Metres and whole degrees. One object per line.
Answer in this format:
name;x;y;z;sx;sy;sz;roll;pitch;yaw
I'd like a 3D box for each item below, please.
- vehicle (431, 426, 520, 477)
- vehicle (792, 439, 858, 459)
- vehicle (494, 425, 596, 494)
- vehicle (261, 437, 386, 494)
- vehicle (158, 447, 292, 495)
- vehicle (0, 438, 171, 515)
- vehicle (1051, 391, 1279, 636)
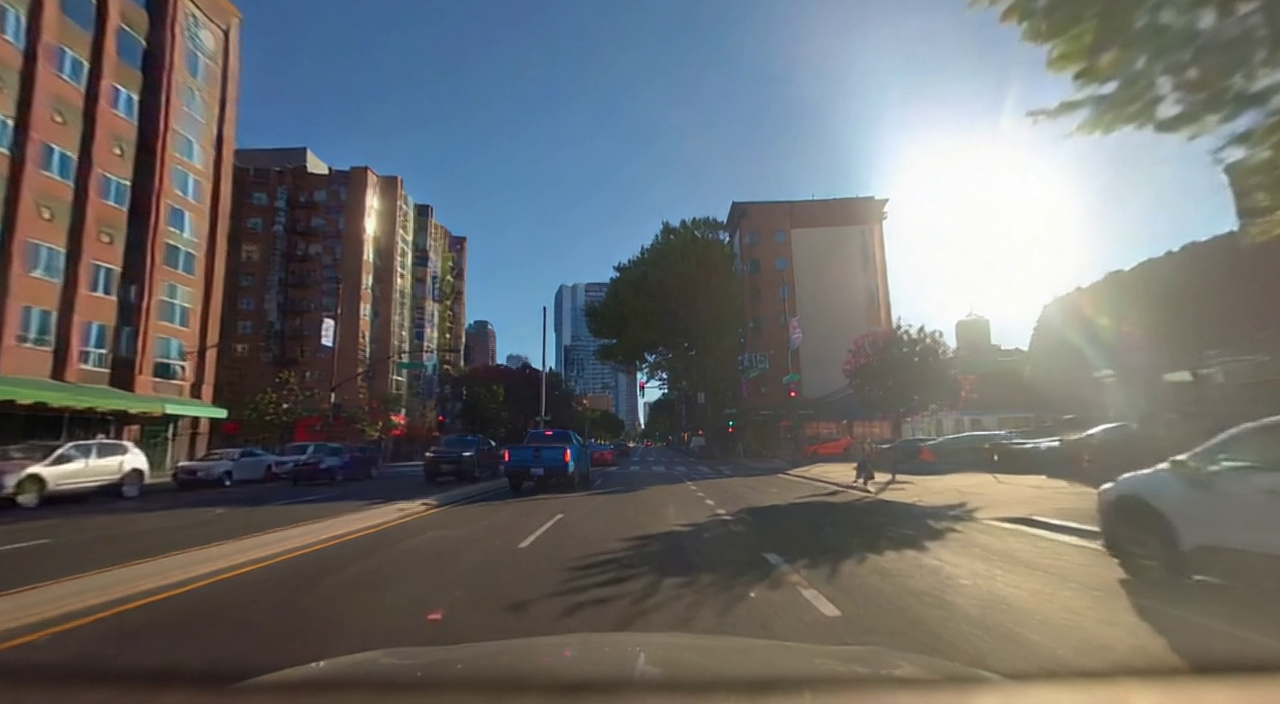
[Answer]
vehicle;-7.053;4.377;27.864;2.308;1.961;5.807;0;-9;1
vehicle;14.178;7.470;48.389;4.447;1.484;1.928;0;-9;1
vehicle;-2.682;3.220;19.261;2.197;1.786;5.365;0;-9;1
vehicle;-10.051;3.623;20.449;1.894;1.636;4.057;0;-9;1
vehicle;-16.097;4.606;24.870;2.100;1.596;4.739;-2;-9;0
vehicle;-16.079;3.425;17.859;1.948;1.827;4.730;-2;-8;0
vehicle;5.806;1.204;4.741;2.137;1.795;4.854;0;-9;0
